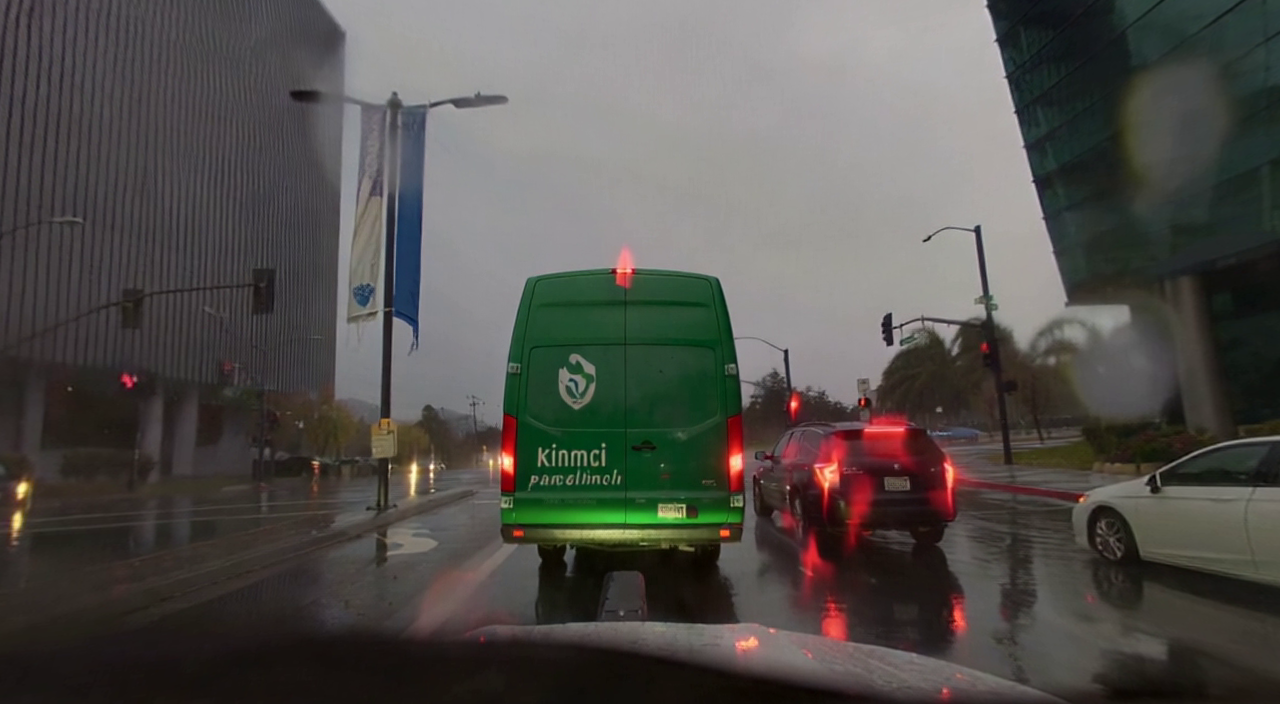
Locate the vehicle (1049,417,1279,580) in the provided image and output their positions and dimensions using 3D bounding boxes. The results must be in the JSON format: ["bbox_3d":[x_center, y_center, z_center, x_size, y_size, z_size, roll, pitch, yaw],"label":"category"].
[{"bbox_3d":[7.535,1.584,7.002,1.963,1.669,4.678,3,-9,-20],"label":"vehicle"}]

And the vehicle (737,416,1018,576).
[{"bbox_3d":[2.880,1.863,9.040,2.183,1.676,4.506,0,-8,-1],"label":"vehicle"}]

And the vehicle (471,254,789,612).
[{"bbox_3d":[-0.044,1.174,9.041,2.613,3.035,7.342,0,-8,1],"label":"vehicle"}]

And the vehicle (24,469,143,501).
[{"bbox_3d":[-31.095,7.435,35.401,4.806,1.652,1.869,0,-8,-2],"label":"vehicle"}]
